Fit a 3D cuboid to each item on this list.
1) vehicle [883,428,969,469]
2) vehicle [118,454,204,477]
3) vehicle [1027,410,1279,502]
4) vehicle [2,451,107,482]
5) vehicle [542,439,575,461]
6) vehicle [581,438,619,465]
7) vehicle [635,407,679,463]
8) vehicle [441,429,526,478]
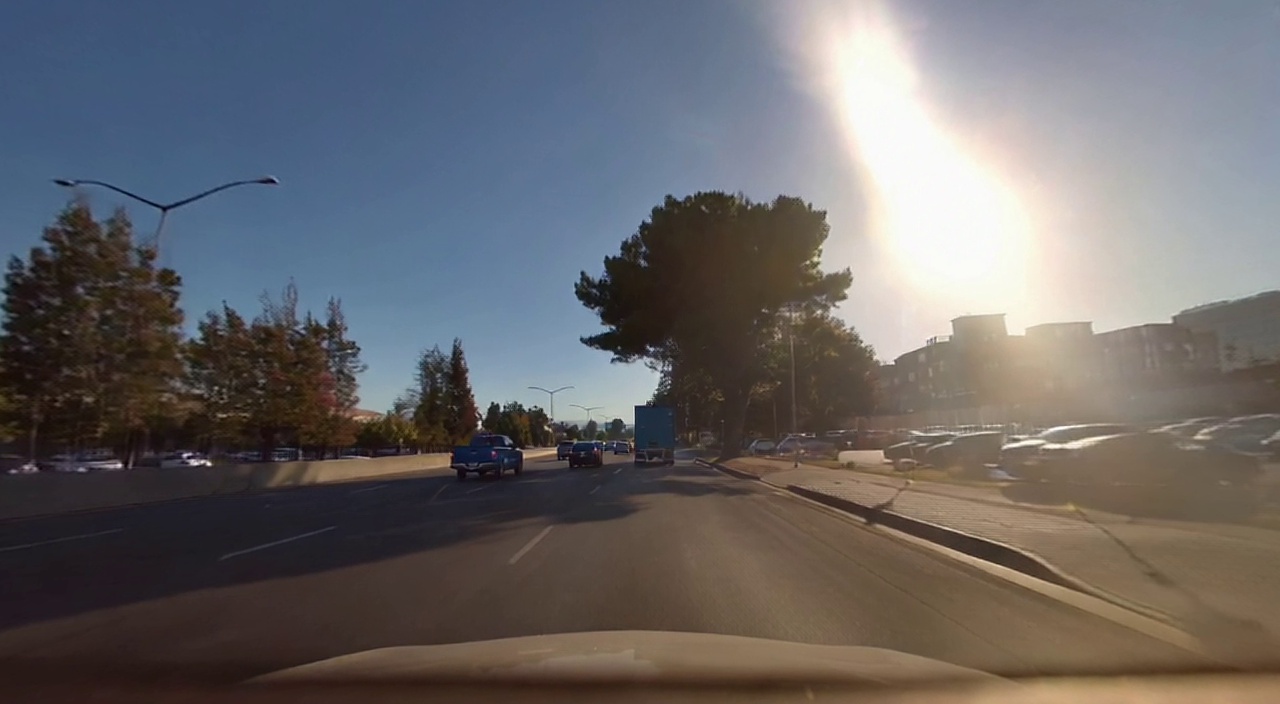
[{"bbox_3d":[12.582,4.277,28.071,1.880,1.642,4.523,-1,-8,2],"label":"vehicle"},{"bbox_3d":[-33.659,7.964,44.334,4.409,1.480,2.092,-1,-8,3],"label":"vehicle"},{"bbox_3d":[10.364,1.992,12.250,4.346,1.595,1.964,0,-8,0],"label":"vehicle"},{"bbox_3d":[-33.904,6.622,36.545,4.122,1.721,2.020,-1,-8,3],"label":"vehicle"},{"bbox_3d":[-6.379,7.733,49.811,1.908,1.616,4.089,-1,-8,2],"label":"vehicle"},{"bbox_3d":[-2.648,6.694,42.592,2.114,1.663,4.381,-1,-8,2],"label":"vehicle"},{"bbox_3d":[1.167,6.061,45.667,2.905,3.644,8.441,0,-8,1],"label":"vehicle"},{"bbox_3d":[-6.592,4.342,27.228,2.149,1.893,5.187,-1,-8,2],"label":"vehicle"}]
